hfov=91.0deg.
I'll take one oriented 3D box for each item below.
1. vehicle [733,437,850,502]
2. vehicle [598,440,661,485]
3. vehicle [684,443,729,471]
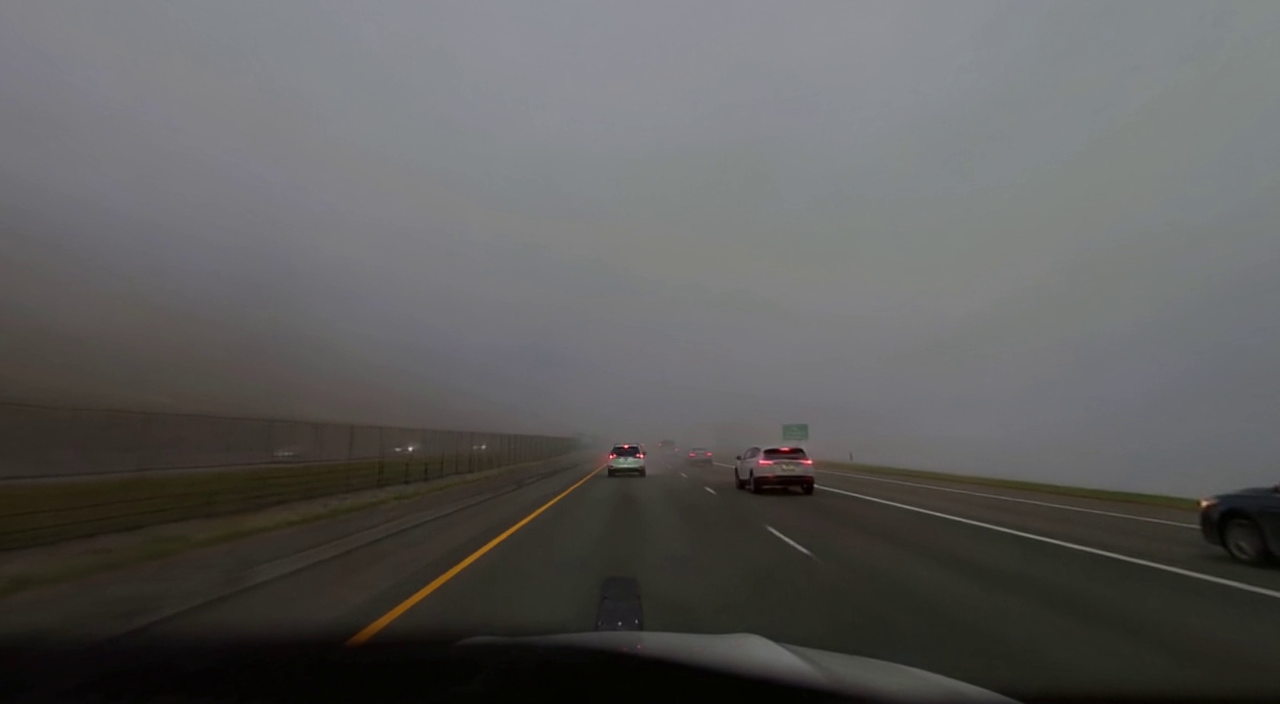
[{"bbox_3d":[3.831,3.045,16.728,1.949,1.493,4.272,0,-9,-1],"label":"vehicle"},{"bbox_3d":[-0.379,3.928,22.675,2.085,1.449,3.860,0,-9,-1],"label":"vehicle"},{"bbox_3d":[3.624,5.772,34.920,1.957,1.447,4.241,0,-9,-1],"label":"vehicle"}]
